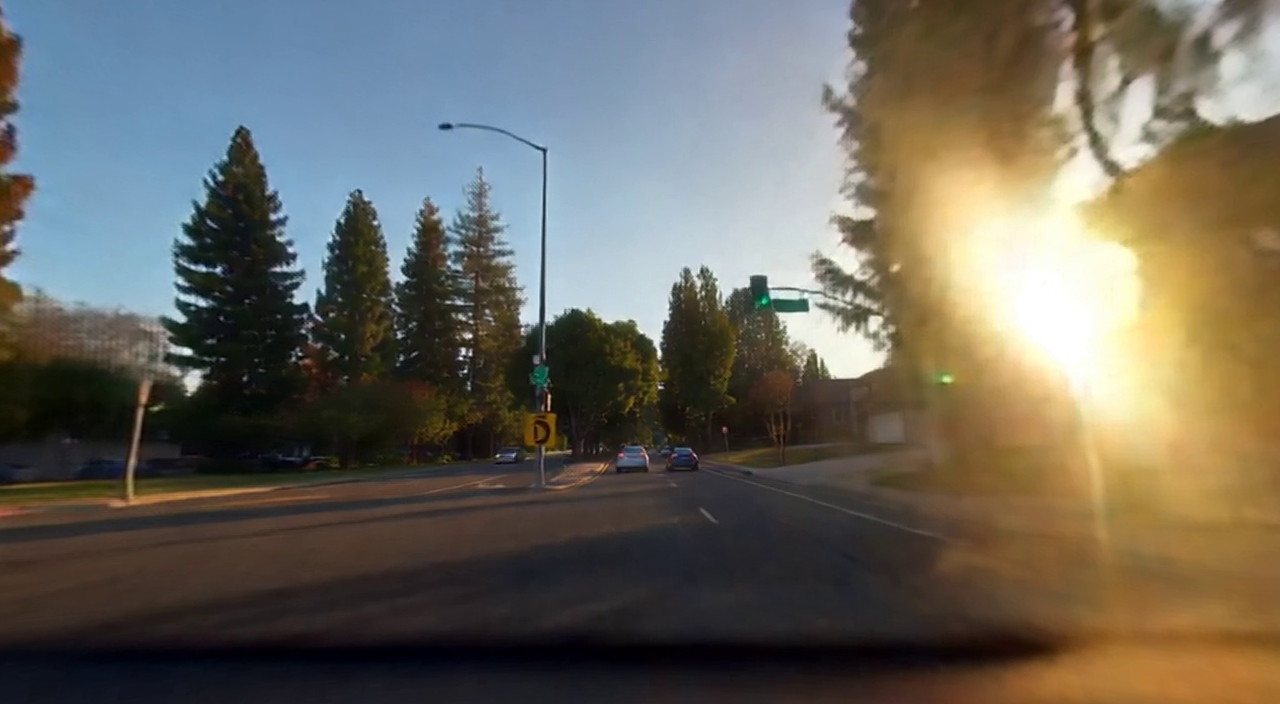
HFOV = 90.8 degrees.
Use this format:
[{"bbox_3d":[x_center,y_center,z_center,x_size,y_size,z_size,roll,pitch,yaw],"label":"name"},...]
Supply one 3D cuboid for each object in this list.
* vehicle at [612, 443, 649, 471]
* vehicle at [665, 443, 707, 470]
[{"bbox_3d":[-0.565,5.938,36.002,2.018,1.511,3.993,0,-8,-1],"label":"vehicle"},{"bbox_3d":[2.751,6.324,38.454,2.057,1.496,4.401,0,-8,-2],"label":"vehicle"}]
